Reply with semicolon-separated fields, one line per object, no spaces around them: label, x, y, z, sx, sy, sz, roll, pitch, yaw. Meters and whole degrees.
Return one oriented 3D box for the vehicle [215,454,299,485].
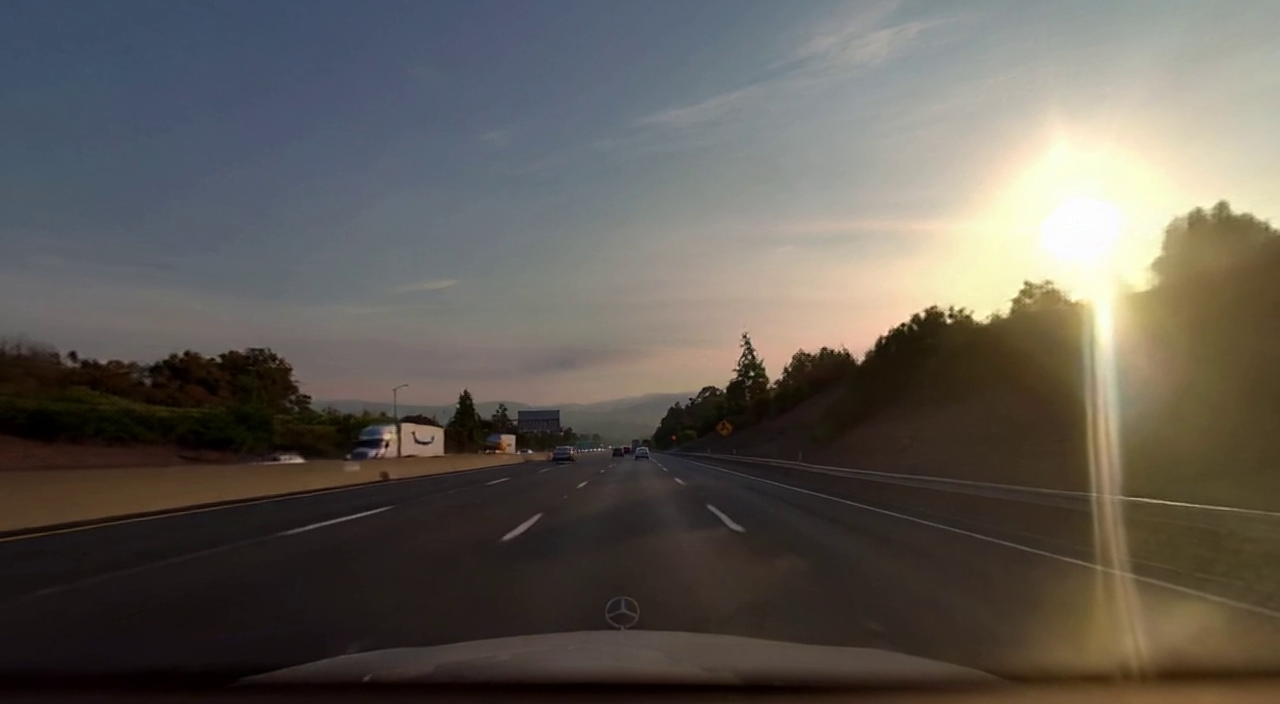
vehicle;-19.209;5.862;31.823;1.730;1.403;3.973;0;-9;0
